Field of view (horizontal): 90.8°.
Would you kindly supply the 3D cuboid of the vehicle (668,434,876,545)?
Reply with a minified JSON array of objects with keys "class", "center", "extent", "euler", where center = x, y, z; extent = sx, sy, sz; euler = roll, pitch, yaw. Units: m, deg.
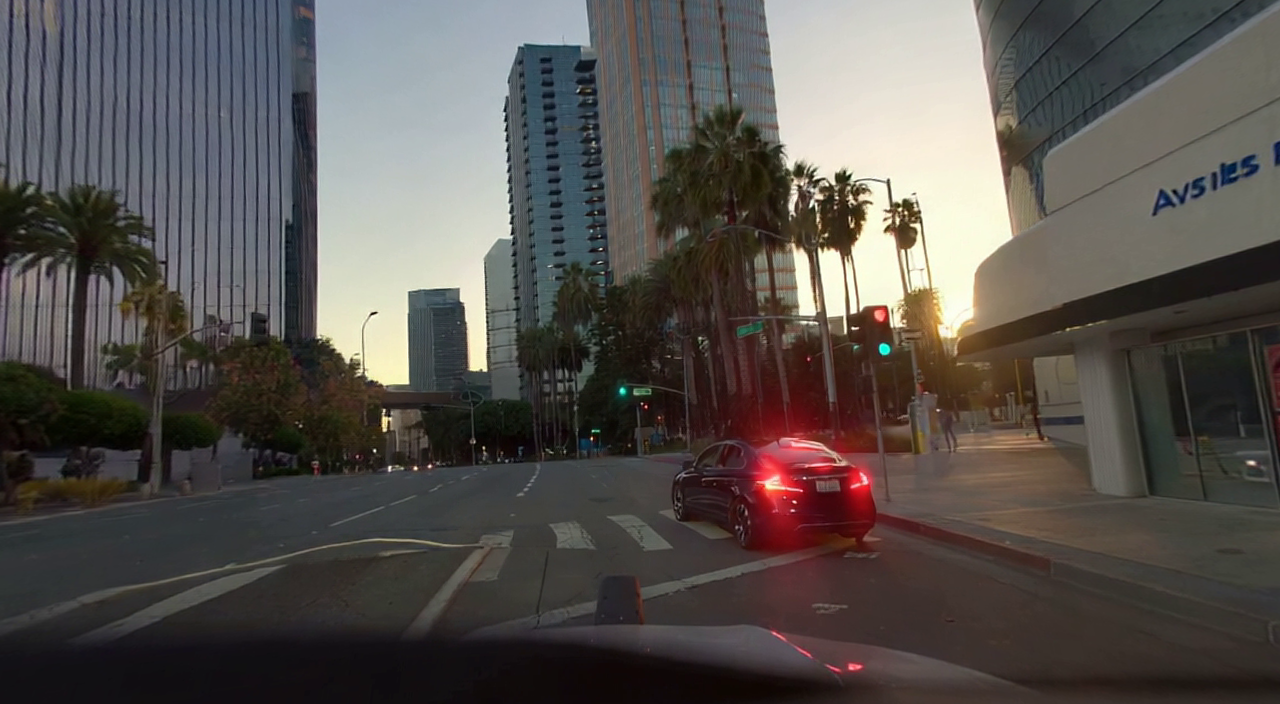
[{"class":"vehicle","center":[1.919,2.205,10.976],"extent":[2.090,1.466,4.676],"euler":[1,-8,-7]}]
